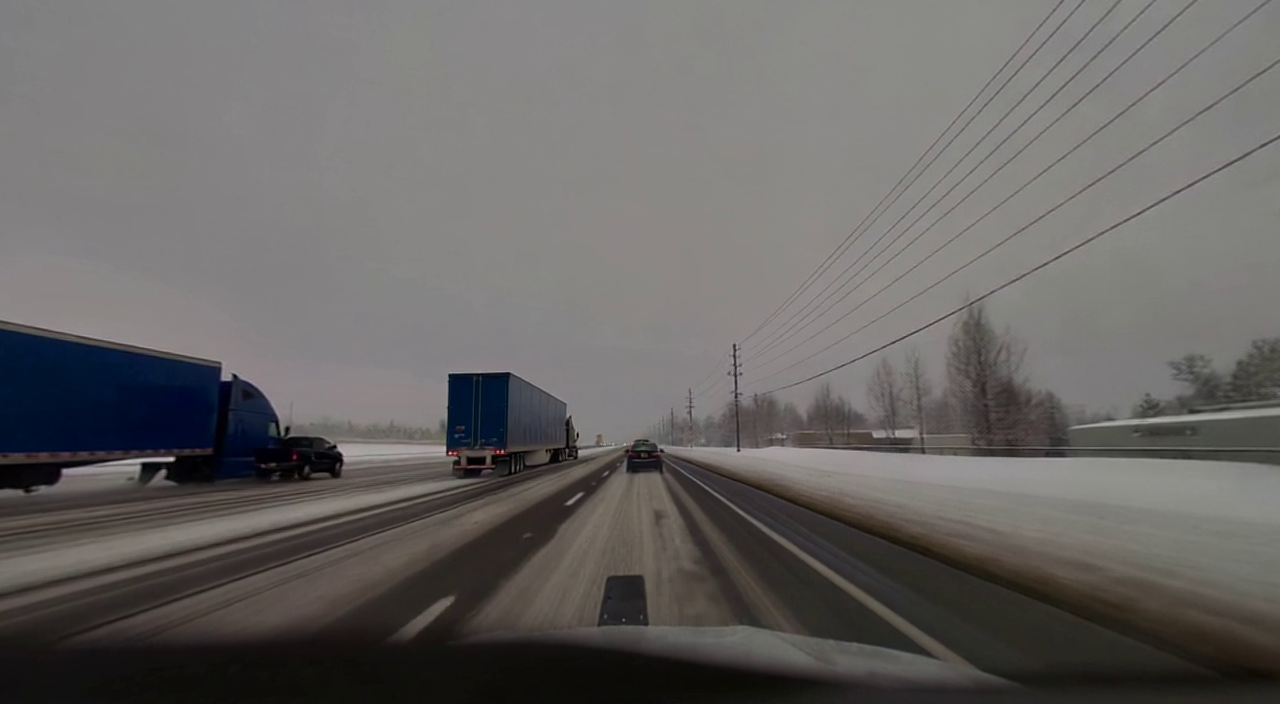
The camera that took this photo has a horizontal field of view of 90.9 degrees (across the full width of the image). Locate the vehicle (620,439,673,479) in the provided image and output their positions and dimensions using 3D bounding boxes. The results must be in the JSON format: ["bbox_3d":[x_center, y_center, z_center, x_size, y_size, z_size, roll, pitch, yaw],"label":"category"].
[{"bbox_3d":[0.265,4.483,26.602,2.055,1.514,4.323,0,-8,0],"label":"vehicle"}]

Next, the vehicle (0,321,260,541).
[{"bbox_3d":[-10.689,1.326,10.302,2.896,3.140,9.491,0,-8,1],"label":"vehicle"}]

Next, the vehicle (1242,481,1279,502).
[{"bbox_3d":[49.930,10.882,49.324,3.977,1.471,1.890,1,-9,-9],"label":"vehicle"}]

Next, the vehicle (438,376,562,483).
[{"bbox_3d":[-6.319,4.092,31.952,2.907,4.081,15.311,0,-8,0],"label":"vehicle"}]

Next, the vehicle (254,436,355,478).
[{"bbox_3d":[-14.679,4.630,27.954,1.938,1.679,4.469,0,-8,1],"label":"vehicle"}]
